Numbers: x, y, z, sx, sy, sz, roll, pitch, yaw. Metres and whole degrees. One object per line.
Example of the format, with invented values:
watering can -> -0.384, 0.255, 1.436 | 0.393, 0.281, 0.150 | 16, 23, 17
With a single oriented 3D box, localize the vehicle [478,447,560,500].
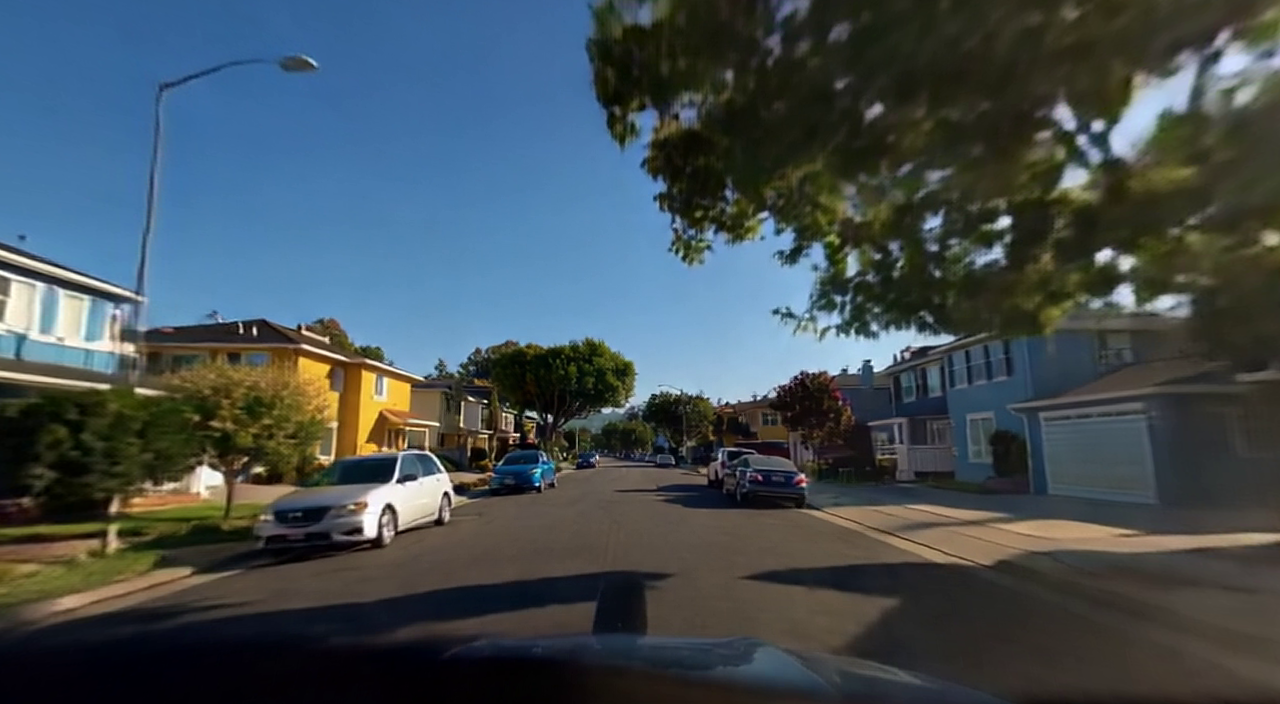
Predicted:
vehicle -> -4.150, 4.222, 22.385 | 2.089, 1.508, 4.537 | 2, -7, -1

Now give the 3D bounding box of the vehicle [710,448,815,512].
vehicle -> 3.143, 3.355, 17.095 | 1.888, 1.484, 4.476 | 0, -9, -1

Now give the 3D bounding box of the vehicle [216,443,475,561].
vehicle -> -4.445, 2.311, 10.709 | 2.020, 1.470, 5.300 | 0, -9, -2
